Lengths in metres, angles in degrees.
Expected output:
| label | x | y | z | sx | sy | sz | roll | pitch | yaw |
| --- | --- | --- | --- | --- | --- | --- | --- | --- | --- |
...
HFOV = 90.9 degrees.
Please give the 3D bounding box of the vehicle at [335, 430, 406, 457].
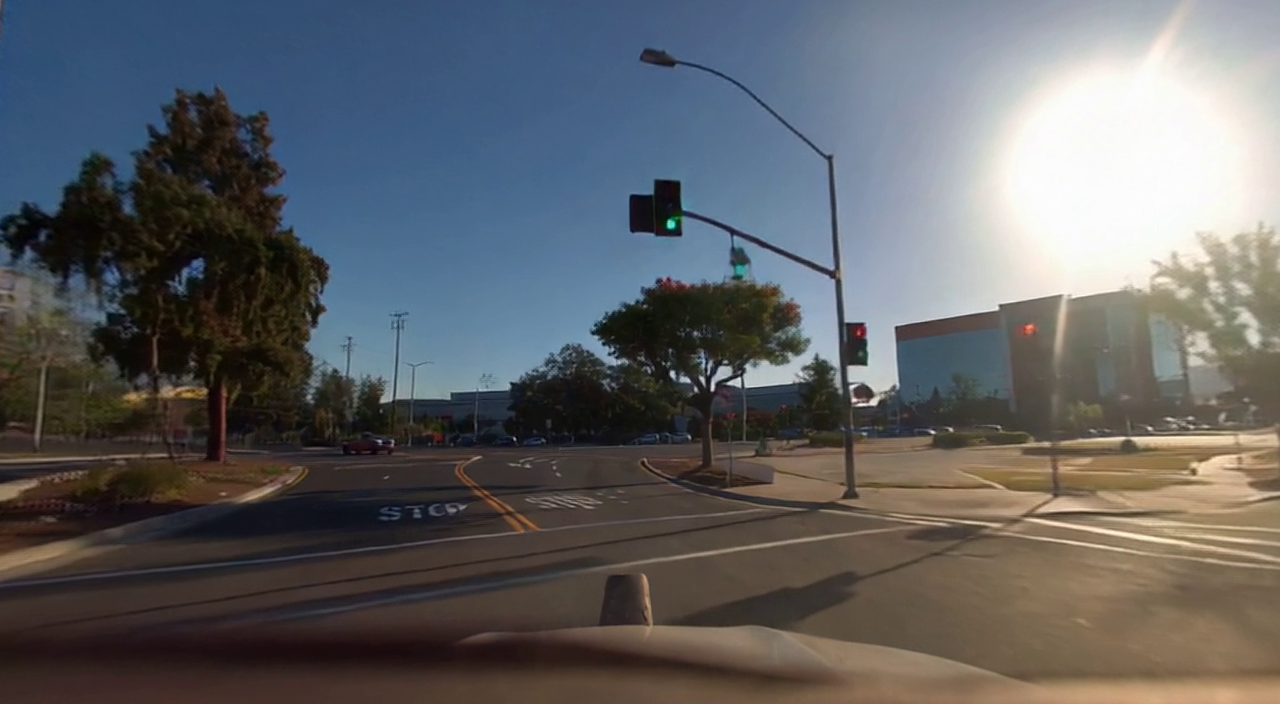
| label | x | y | z | sx | sy | sz | roll | pitch | yaw |
| --- | --- | --- | --- | --- | --- | --- | --- | --- | --- |
| vehicle | -20.639 | 7.007 | 48.168 | 5.570 | 1.923 | 2.336 | -6 | -10 | 34 |
